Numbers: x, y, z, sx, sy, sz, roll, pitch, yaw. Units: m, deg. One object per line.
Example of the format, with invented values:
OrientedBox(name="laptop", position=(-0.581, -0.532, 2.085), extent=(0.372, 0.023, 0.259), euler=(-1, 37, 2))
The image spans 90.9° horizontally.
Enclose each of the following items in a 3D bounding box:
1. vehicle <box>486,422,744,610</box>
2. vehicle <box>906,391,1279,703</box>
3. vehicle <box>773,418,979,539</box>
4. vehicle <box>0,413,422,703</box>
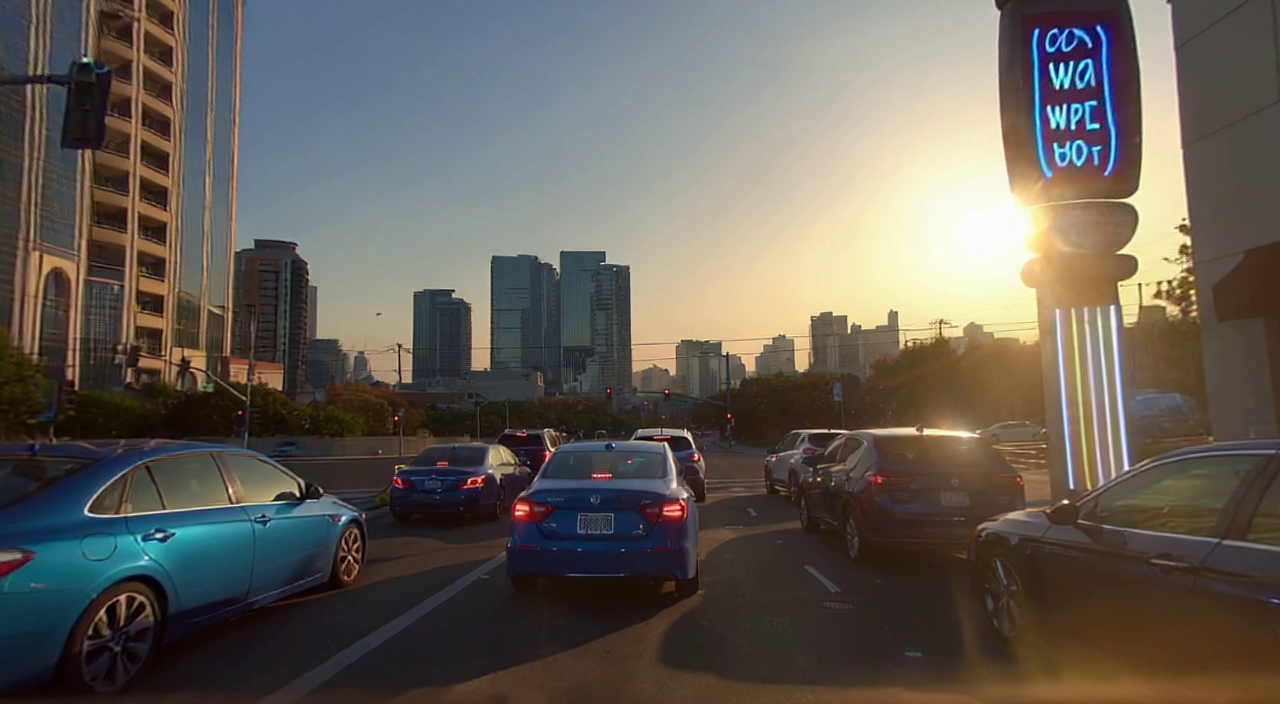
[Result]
OrientedBox(name="vehicle", position=(-0.188, 1.613, 7.107), extent=(2.059, 1.477, 3.988), euler=(0, -8, 0))
OrientedBox(name="vehicle", position=(3.407, 1.067, 3.495), extent=(1.981, 1.499, 4.536), euler=(0, -8, 2))
OrientedBox(name="vehicle", position=(3.771, 2.094, 11.021), extent=(2.007, 1.683, 4.171), euler=(0, -8, 1))
OrientedBox(name="vehicle", position=(-3.415, 1.299, 4.716), extent=(1.980, 1.454, 4.226), euler=(0, -8, 1))
